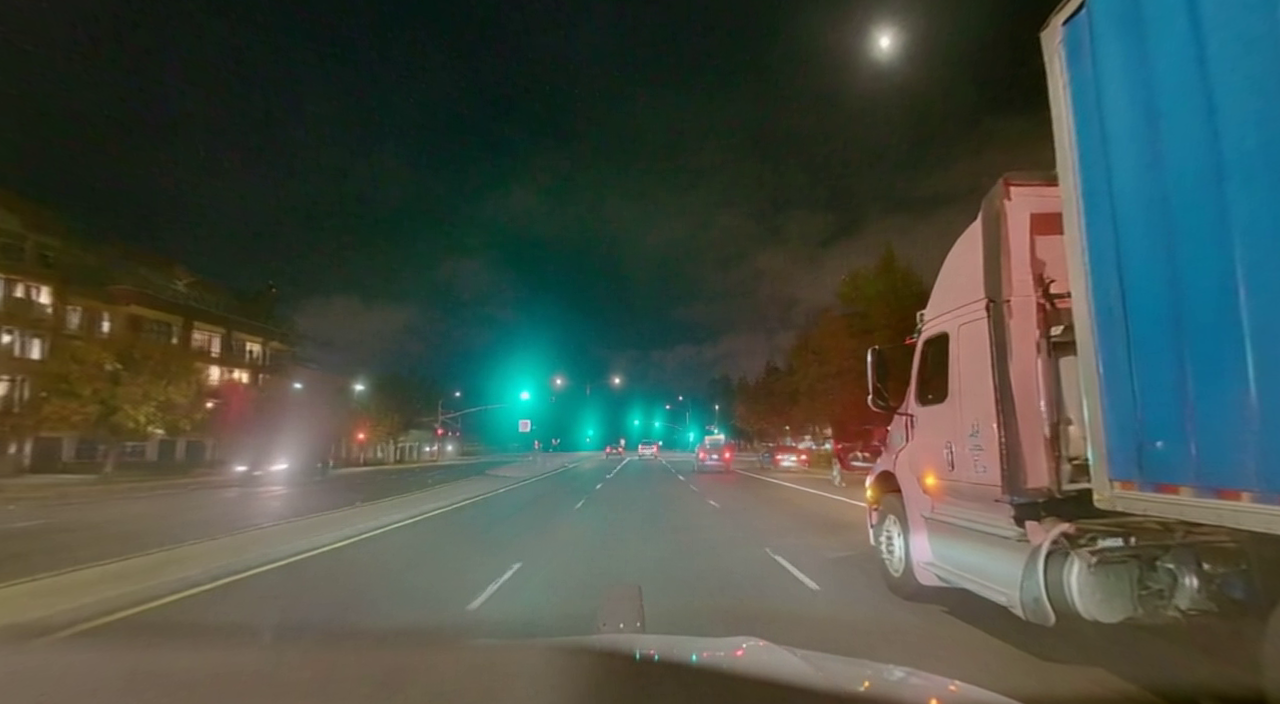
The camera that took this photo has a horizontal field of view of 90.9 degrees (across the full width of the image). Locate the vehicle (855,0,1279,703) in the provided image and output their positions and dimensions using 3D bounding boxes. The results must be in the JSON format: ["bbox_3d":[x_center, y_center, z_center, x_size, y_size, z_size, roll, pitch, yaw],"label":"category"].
[{"bbox_3d":[3.739,-0.201,2.464,3.006,3.679,8.506,0,-8,2],"label":"vehicle"}]

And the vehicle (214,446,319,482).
[{"bbox_3d":[-17.104,5.119,29.172,2.017,1.503,4.638,0,-8,0],"label":"vehicle"}]

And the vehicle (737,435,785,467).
[{"bbox_3d":[7.913,6.536,41.721,2.199,1.980,4.766,0,-8,0],"label":"vehicle"}]

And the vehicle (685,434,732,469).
[{"bbox_3d":[3.942,5.800,36.975,2.196,1.908,4.412,0,-8,-1],"label":"vehicle"}]
